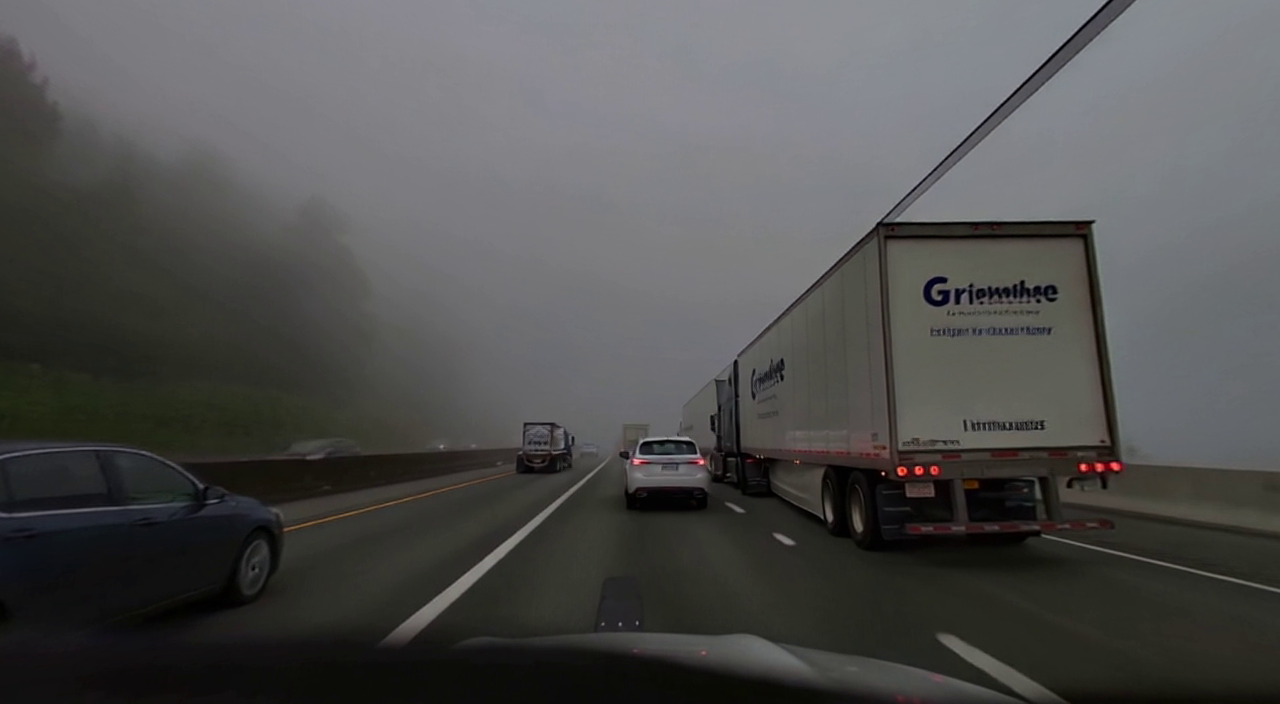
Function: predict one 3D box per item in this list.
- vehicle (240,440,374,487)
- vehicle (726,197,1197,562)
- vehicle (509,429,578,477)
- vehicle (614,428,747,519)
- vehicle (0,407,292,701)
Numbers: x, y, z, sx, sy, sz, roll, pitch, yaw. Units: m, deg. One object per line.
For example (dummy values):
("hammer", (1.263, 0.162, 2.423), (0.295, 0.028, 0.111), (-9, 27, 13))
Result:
("vehicle", (-11.283, 3.766, 21.833), (2.037, 1.397, 4.817), (0, -8, 0))
("vehicle", (4.454, 1.203, 14.154), (2.883, 4.070, 14.423), (0, -8, -1))
("vehicle", (-3.704, 3.940, 24.990), (2.006, 1.729, 4.447), (0, -8, 0))
("vehicle", (0.610, 2.305, 12.599), (2.200, 1.495, 4.282), (0, -8, -2))
("vehicle", (-4.321, 1.072, 3.514), (2.100, 1.491, 4.676), (0, -8, 0))
